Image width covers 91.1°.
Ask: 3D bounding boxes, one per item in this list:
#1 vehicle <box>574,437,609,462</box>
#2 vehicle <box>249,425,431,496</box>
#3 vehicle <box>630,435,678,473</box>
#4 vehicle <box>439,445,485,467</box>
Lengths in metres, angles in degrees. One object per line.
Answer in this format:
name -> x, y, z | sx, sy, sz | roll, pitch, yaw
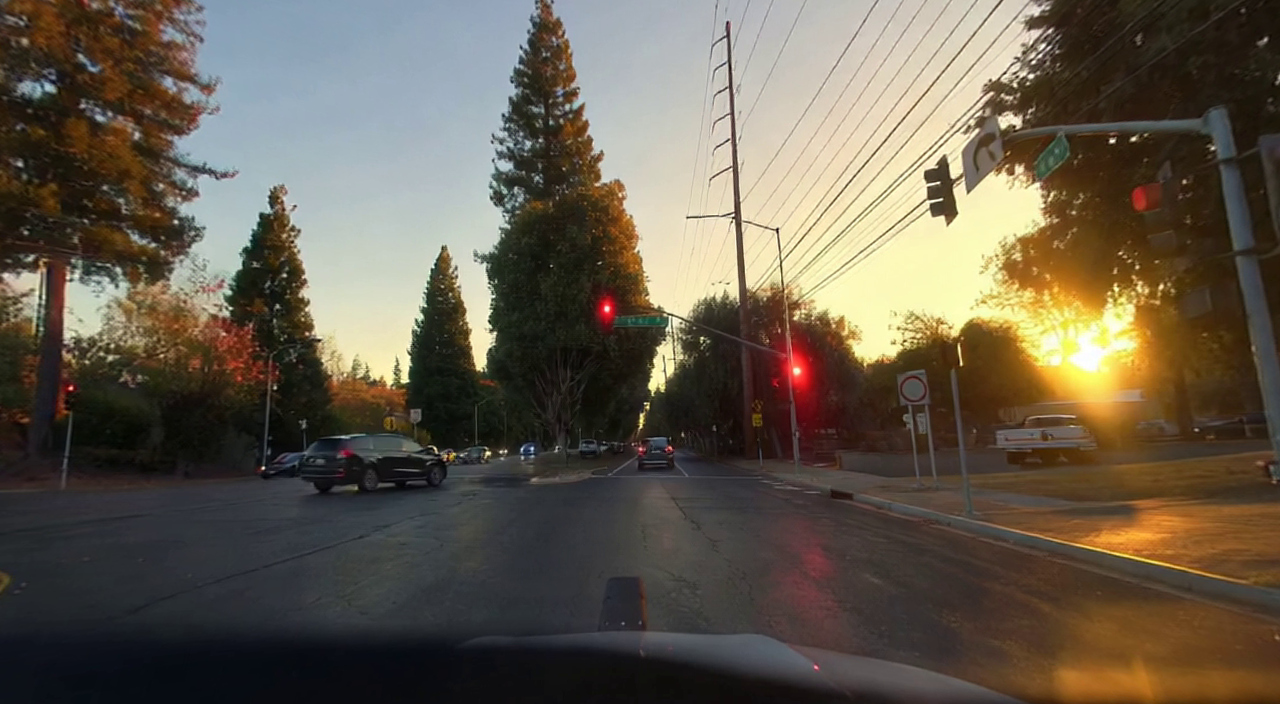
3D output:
vehicle -> -3.680, 7.526, 48.539 | 2.046, 1.763, 4.574 | -1, -8, 4
vehicle -> -9.430, 3.411, 20.137 | 2.175, 1.957, 4.686 | -7, -11, 37
vehicle -> 0.763, 4.989, 30.905 | 2.010, 1.681, 4.682 | -1, -9, 5
vehicle -> -12.635, 7.420, 44.900 | 1.841, 1.477, 4.485 | -1, -8, 2
